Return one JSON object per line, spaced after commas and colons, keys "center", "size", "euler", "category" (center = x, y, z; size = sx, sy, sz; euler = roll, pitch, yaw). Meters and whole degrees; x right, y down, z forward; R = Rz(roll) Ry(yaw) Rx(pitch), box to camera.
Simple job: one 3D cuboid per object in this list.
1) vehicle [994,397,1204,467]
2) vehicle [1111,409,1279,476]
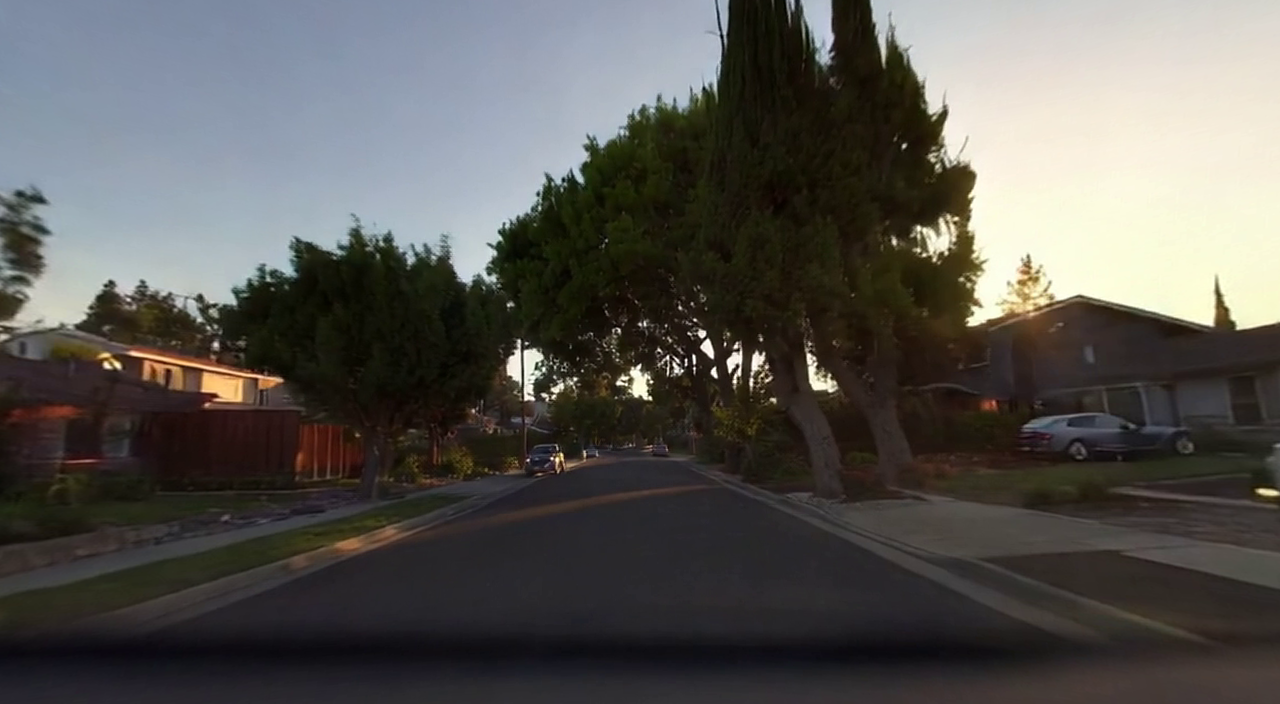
{"center": [14.169, 2.508, 19.743], "size": [4.833, 1.843, 2.094], "euler": [-2, -8, -1], "category": "vehicle"}
{"center": [14.930, 2.306, 16.253], "size": [4.045, 1.570, 1.864], "euler": [-1, -7, 1], "category": "vehicle"}
